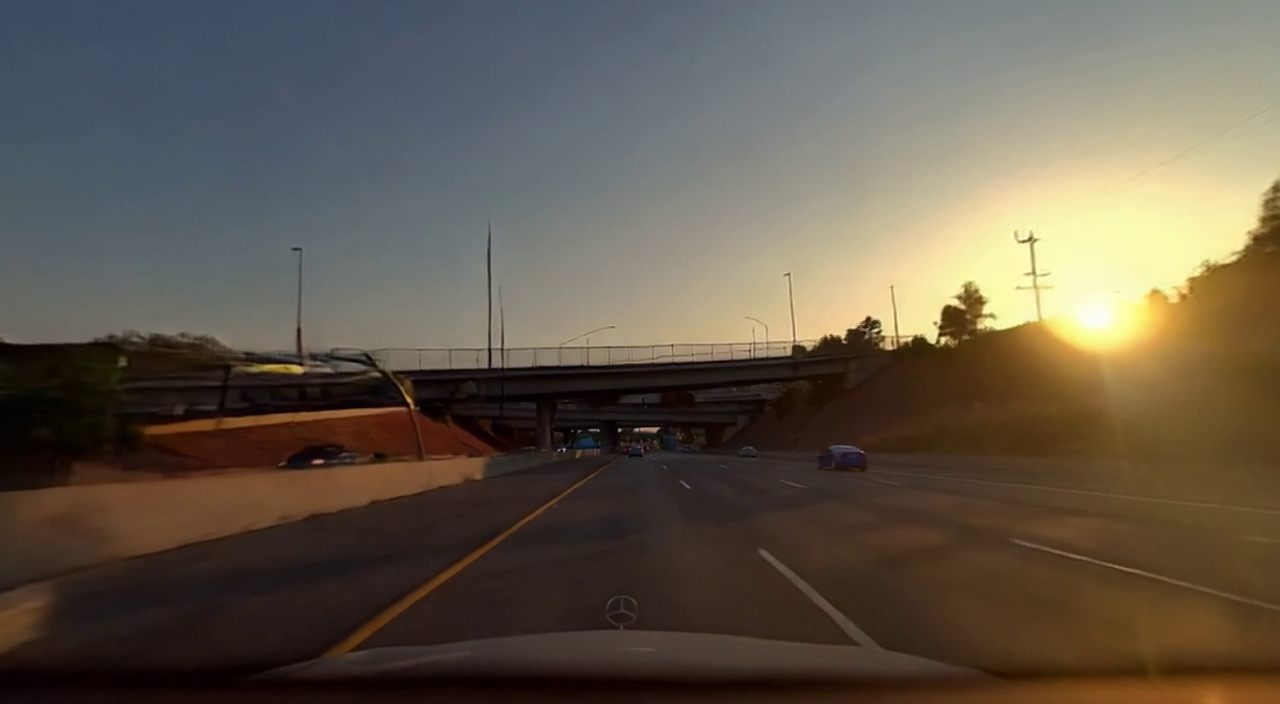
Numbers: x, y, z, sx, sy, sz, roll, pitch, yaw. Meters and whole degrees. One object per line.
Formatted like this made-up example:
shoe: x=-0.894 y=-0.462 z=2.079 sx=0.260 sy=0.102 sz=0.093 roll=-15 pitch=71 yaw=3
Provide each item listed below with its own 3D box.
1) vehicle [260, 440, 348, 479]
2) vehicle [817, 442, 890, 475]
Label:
vehicle: x=-17.542 y=5.603 z=33.223 sx=2.272 sy=1.853 sz=4.288 roll=0 pitch=-8 yaw=-1
vehicle: x=10.637 y=5.318 z=31.871 sx=2.024 sy=1.481 sz=4.747 roll=0 pitch=-8 yaw=0
